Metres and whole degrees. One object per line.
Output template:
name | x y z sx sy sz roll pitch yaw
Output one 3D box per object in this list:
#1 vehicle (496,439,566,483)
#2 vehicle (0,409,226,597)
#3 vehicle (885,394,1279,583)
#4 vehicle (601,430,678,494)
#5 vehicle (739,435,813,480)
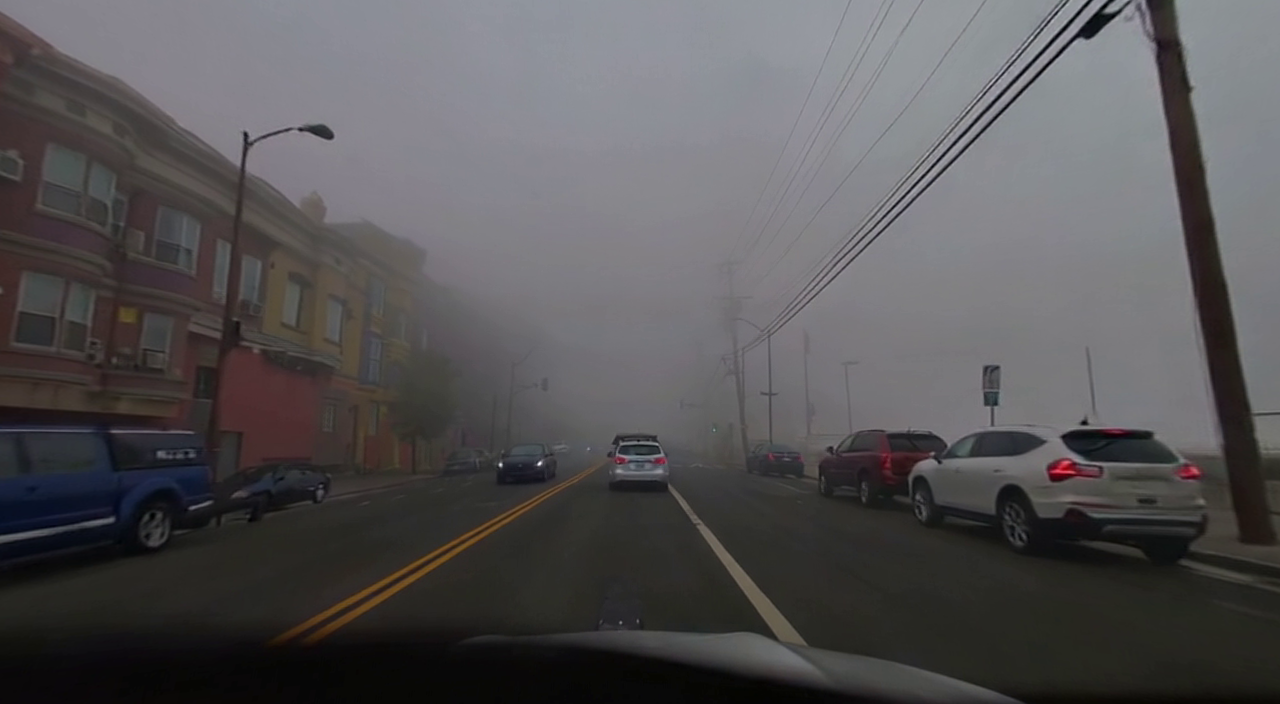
vehicle | -4.087 4.153 24.378 1.968 1.524 4.304 0 -8 0
vehicle | -7.380 1.586 6.941 2.095 1.847 5.290 0 -8 -1
vehicle | 6.209 1.938 9.997 2.203 2.052 5.975 0 -8 -1
vehicle | -0.003 3.109 18.131 1.980 1.635 3.795 0 -8 0
vehicle | 6.279 4.936 29.978 2.197 1.917 5.637 0 -8 0
